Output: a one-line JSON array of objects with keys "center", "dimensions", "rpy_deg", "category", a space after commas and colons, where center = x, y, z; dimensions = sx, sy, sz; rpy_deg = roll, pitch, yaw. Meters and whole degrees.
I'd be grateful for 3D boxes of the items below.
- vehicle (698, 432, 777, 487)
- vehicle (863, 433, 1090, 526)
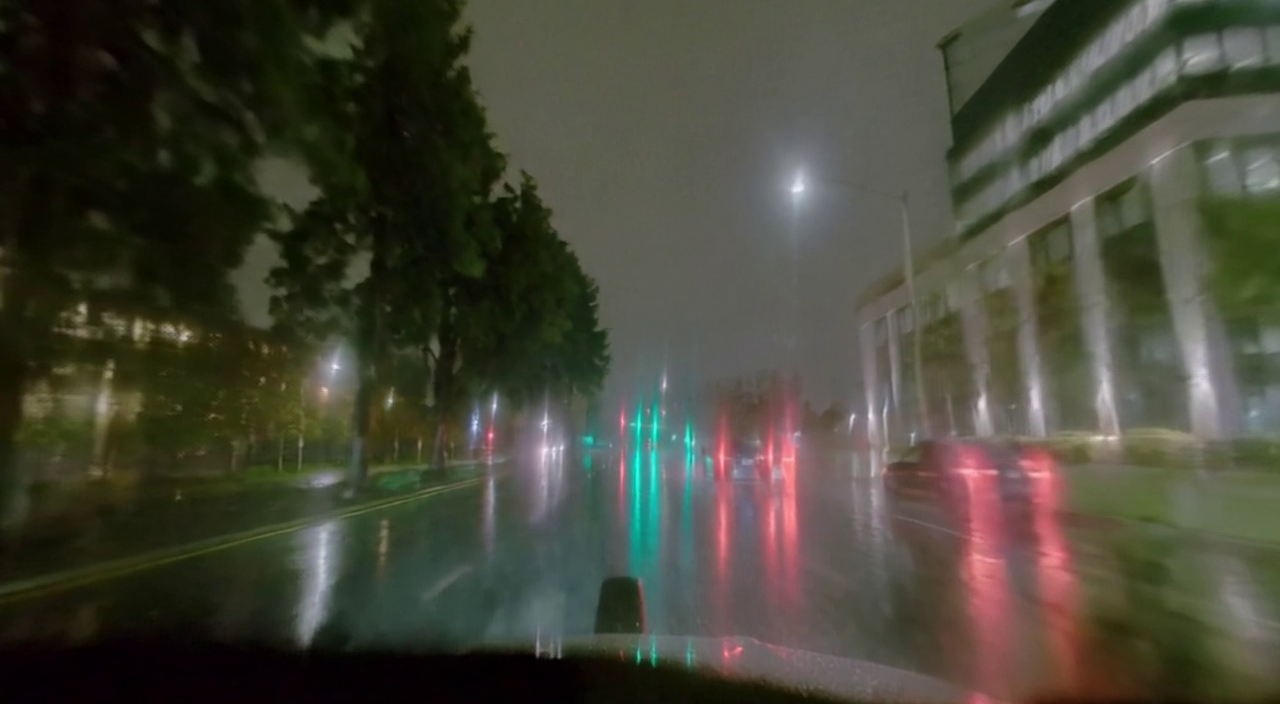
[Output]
[{"center": [3.371, 3.819, 22.781], "dimensions": [2.083, 1.743, 4.354], "rpy_deg": [0, -8, -1], "category": "vehicle"}, {"center": [6.720, 2.555, 13.449], "dimensions": [1.918, 1.544, 4.871], "rpy_deg": [-1, -8, -3], "category": "vehicle"}]
